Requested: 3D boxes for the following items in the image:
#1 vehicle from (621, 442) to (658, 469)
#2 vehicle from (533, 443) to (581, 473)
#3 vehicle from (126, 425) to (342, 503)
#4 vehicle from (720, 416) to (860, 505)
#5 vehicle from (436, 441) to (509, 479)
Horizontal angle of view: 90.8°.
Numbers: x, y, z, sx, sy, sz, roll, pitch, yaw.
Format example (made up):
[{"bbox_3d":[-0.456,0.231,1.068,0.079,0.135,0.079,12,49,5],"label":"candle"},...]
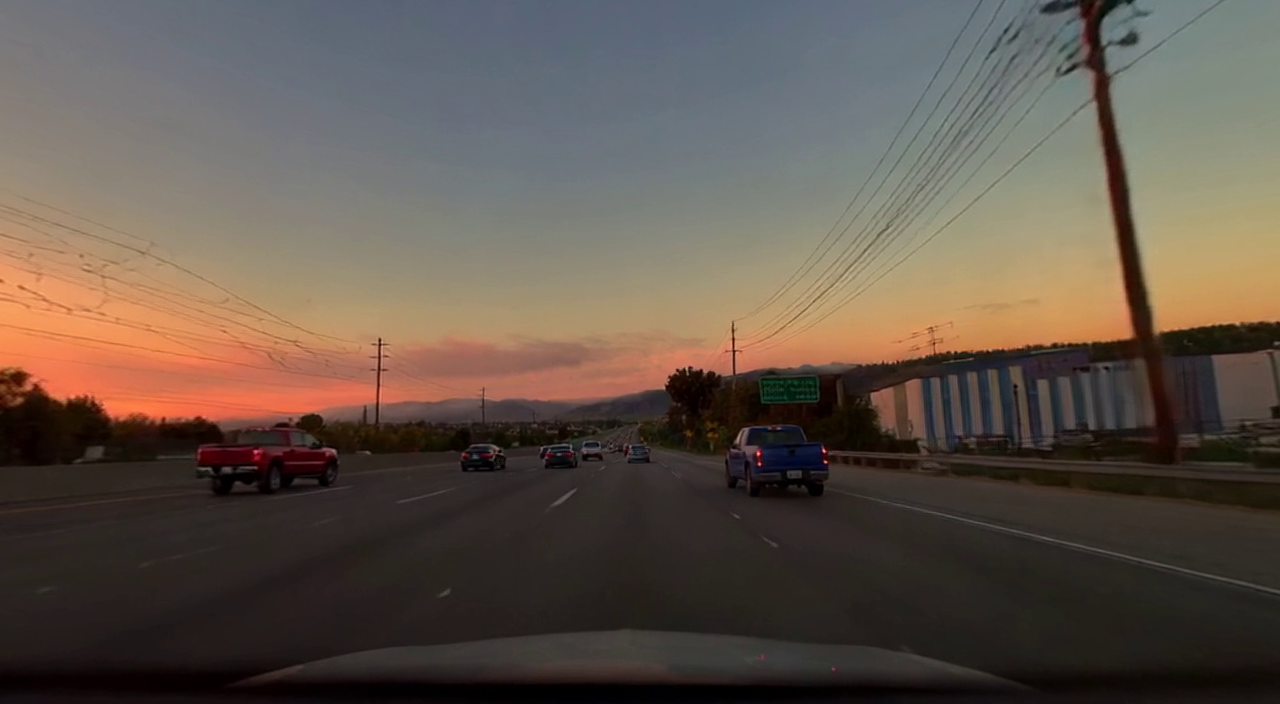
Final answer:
[{"bbox_3d":[-0.059,6.065,37.169,2.030,1.471,4.115,0,-8,-1],"label":"vehicle"},{"bbox_3d":[-4.235,5.468,32.798,1.938,1.444,4.206,0,-8,-1],"label":"vehicle"},{"bbox_3d":[-11.242,3.147,18.301,2.317,1.881,5.903,0,-8,0],"label":"vehicle"},{"bbox_3d":[3.617,2.739,16.426,2.231,1.919,5.086,0,-8,-2],"label":"vehicle"},{"bbox_3d":[-7.281,4.726,28.010,1.959,1.496,4.740,0,-8,0],"label":"vehicle"}]
